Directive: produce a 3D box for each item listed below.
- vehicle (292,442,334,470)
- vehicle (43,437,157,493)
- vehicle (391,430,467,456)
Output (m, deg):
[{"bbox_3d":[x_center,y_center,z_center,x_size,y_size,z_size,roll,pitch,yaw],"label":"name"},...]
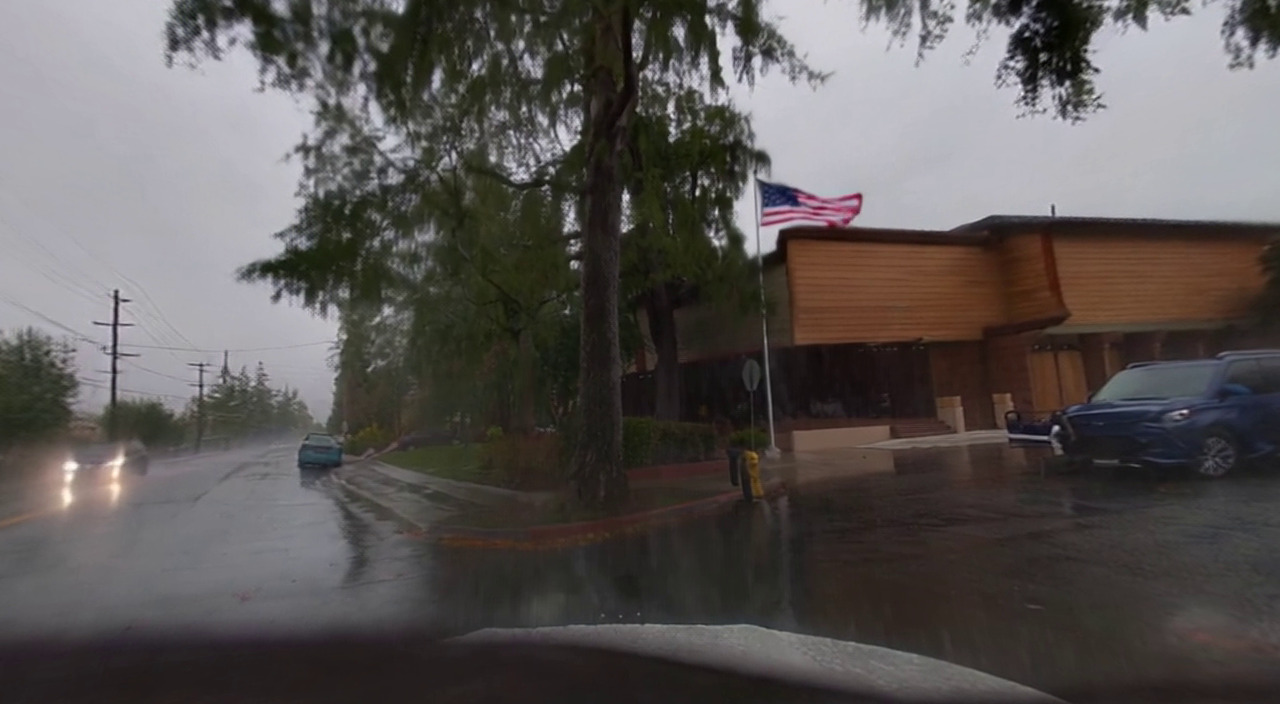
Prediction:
[{"bbox_3d":[-18.668,5.888,36.029,1.941,1.460,4.206,4,-10,-28],"label":"vehicle"},{"bbox_3d":[-19.505,4.061,23.085,2.086,1.798,4.511,4,-10,-27],"label":"vehicle"},{"bbox_3d":[-14.791,6.376,44.374,4.767,1.735,1.920,4,-10,-28],"label":"vehicle"}]
